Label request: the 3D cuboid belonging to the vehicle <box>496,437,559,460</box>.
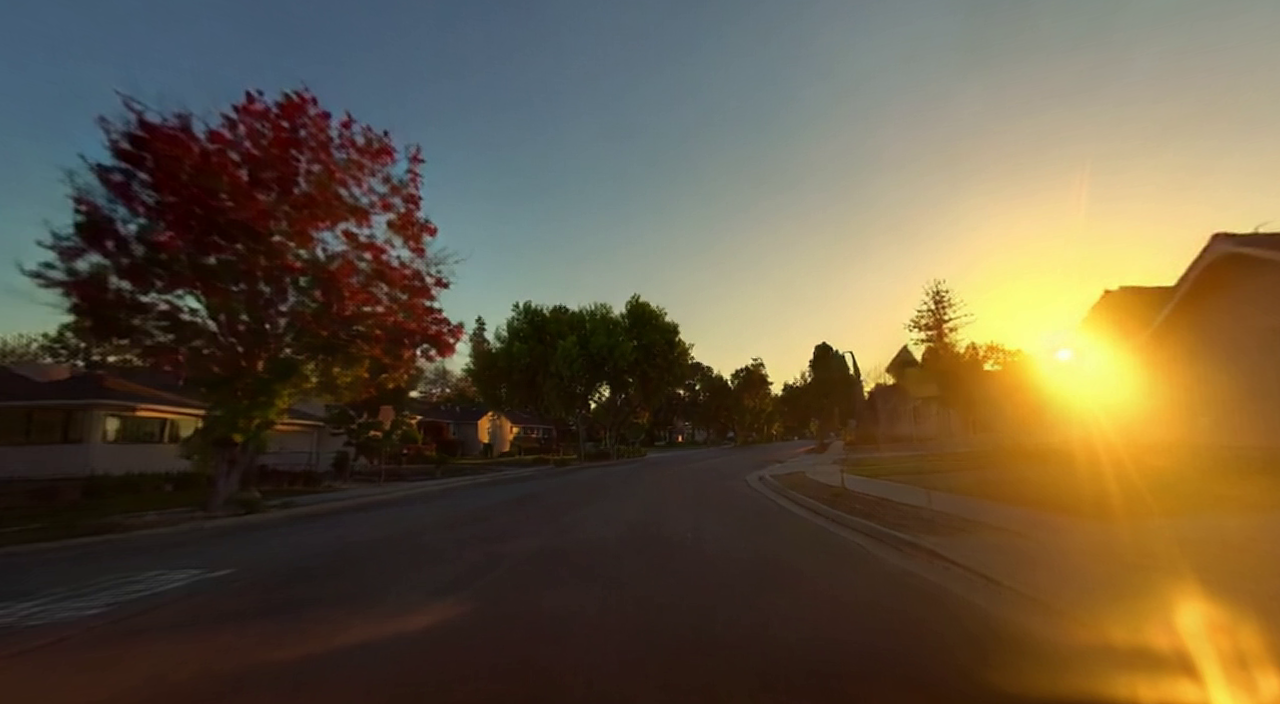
[{"bbox_3d":[-8.477,7.308,47.499,4.485,1.663,2.111,2,-9,-11],"label":"vehicle"}]
